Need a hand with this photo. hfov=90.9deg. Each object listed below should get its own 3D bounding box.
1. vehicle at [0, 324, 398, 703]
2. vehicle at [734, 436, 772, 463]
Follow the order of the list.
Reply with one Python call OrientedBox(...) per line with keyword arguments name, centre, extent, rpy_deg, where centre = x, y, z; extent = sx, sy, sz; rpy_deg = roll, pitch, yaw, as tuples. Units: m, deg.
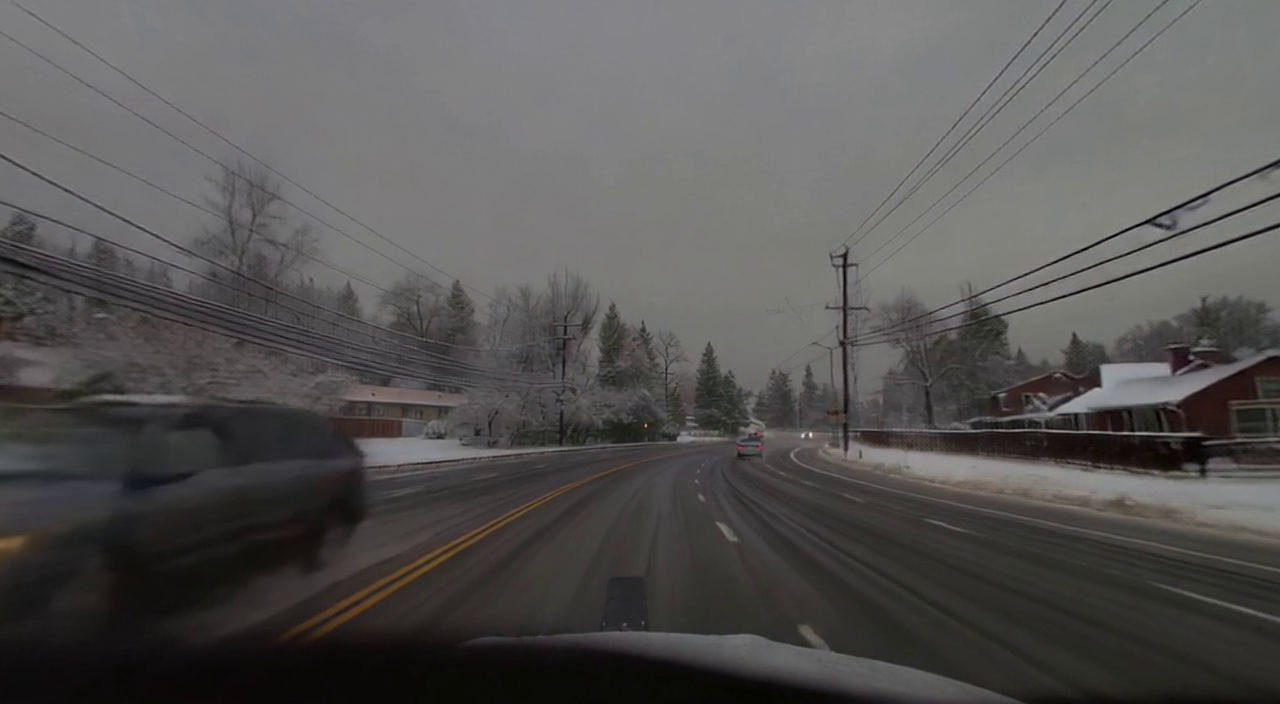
OrientedBox(name="vehicle", centre=(-3.769, 1.038, 4.326), extent=(2.191, 1.771, 4.981), rpy_deg=(-1, -9, 1))
OrientedBox(name="vehicle", centre=(6.606, 5.712, 36.868), extent=(1.982, 1.451, 4.152), rpy_deg=(-2, -9, 10))
